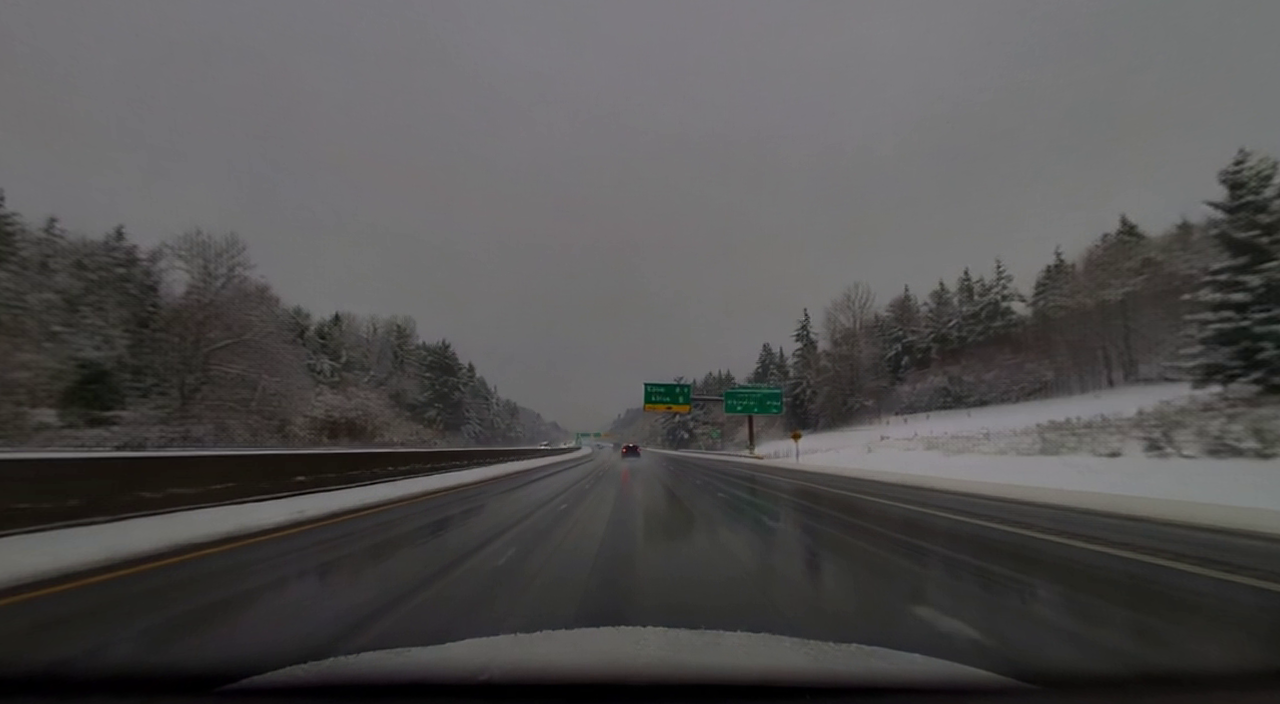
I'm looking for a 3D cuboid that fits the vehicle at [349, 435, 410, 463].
[{"bbox_3d":[-16.544,6.178,40.221,2.082,1.628,4.275,0,-9,-1],"label":"vehicle"}]
